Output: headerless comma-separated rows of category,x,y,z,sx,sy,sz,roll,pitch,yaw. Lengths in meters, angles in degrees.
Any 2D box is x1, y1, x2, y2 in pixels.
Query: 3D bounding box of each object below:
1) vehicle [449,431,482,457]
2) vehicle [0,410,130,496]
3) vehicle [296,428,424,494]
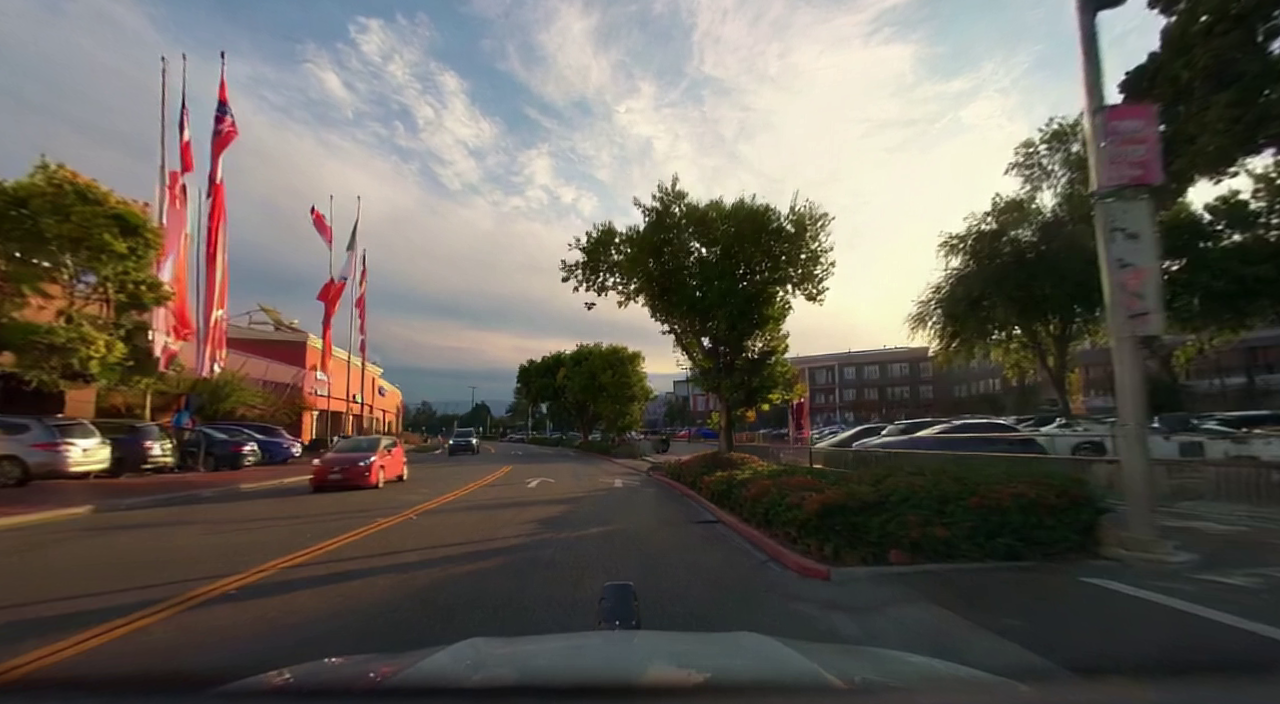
vehicle,-13.260,7.032,48.114,2.026,1.882,4.277,1,-8,-11
vehicle,-14.264,2.210,13.923,4.110,1.758,1.853,1,-8,-10
vehicle,-7.602,2.969,17.619,1.963,1.589,4.212,1,-8,-5
